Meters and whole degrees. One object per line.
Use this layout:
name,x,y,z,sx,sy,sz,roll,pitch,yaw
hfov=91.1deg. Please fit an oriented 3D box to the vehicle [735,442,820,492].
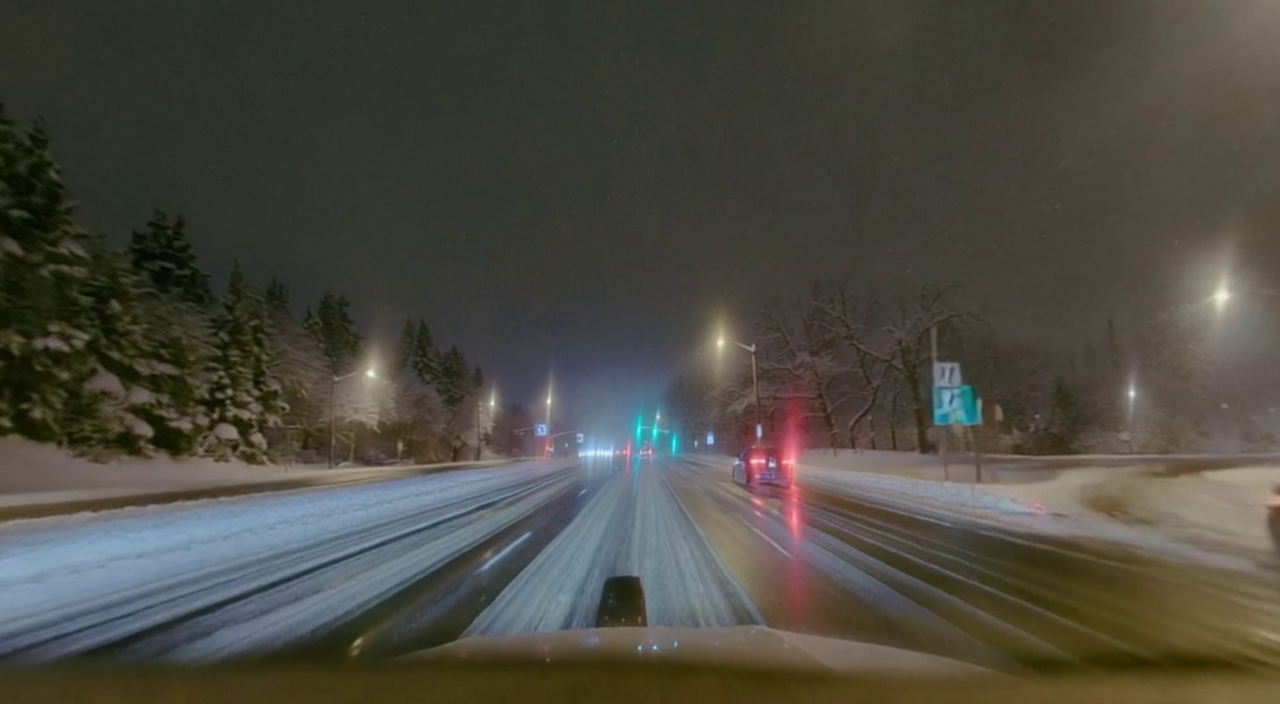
vehicle,4.573,3.873,21.604,1.913,1.516,4.322,0,-9,0
